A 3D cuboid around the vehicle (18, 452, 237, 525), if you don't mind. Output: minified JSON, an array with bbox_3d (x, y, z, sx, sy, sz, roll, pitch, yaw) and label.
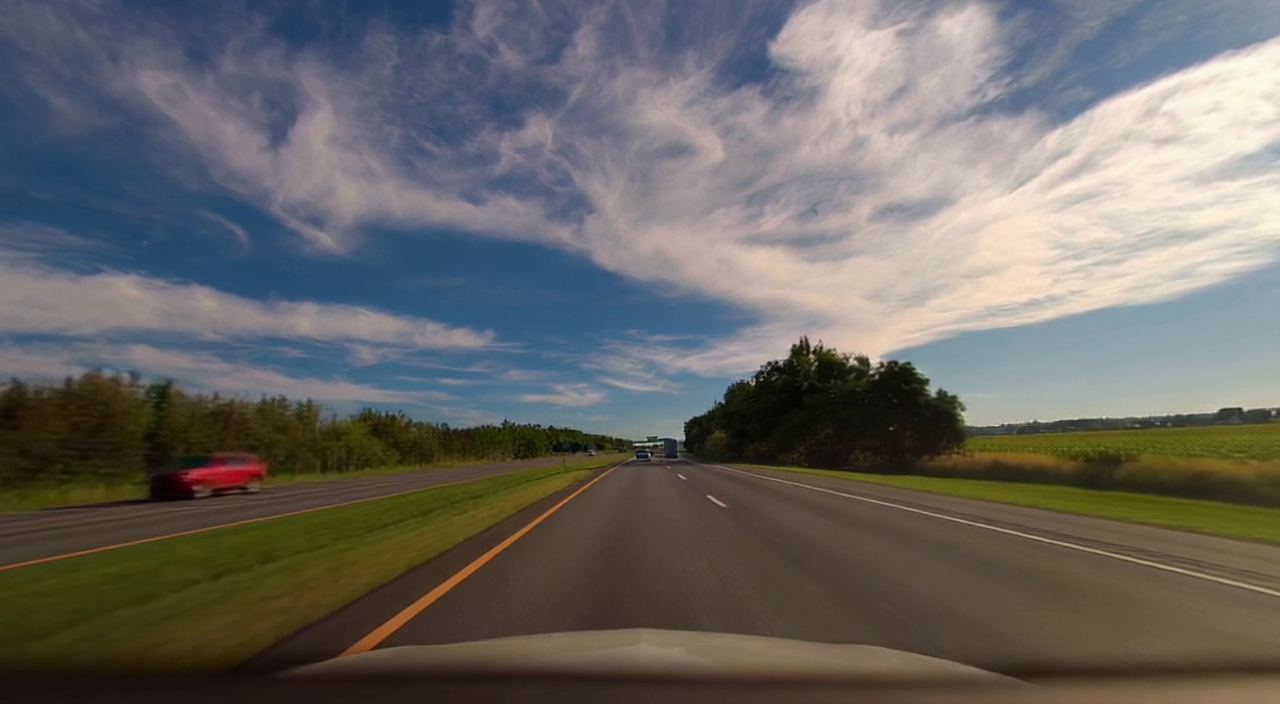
[{"bbox_3d":[-13.295,3.508,16.835,1.993,1.537,4.613,-3,-9,0],"label":"vehicle"}]
